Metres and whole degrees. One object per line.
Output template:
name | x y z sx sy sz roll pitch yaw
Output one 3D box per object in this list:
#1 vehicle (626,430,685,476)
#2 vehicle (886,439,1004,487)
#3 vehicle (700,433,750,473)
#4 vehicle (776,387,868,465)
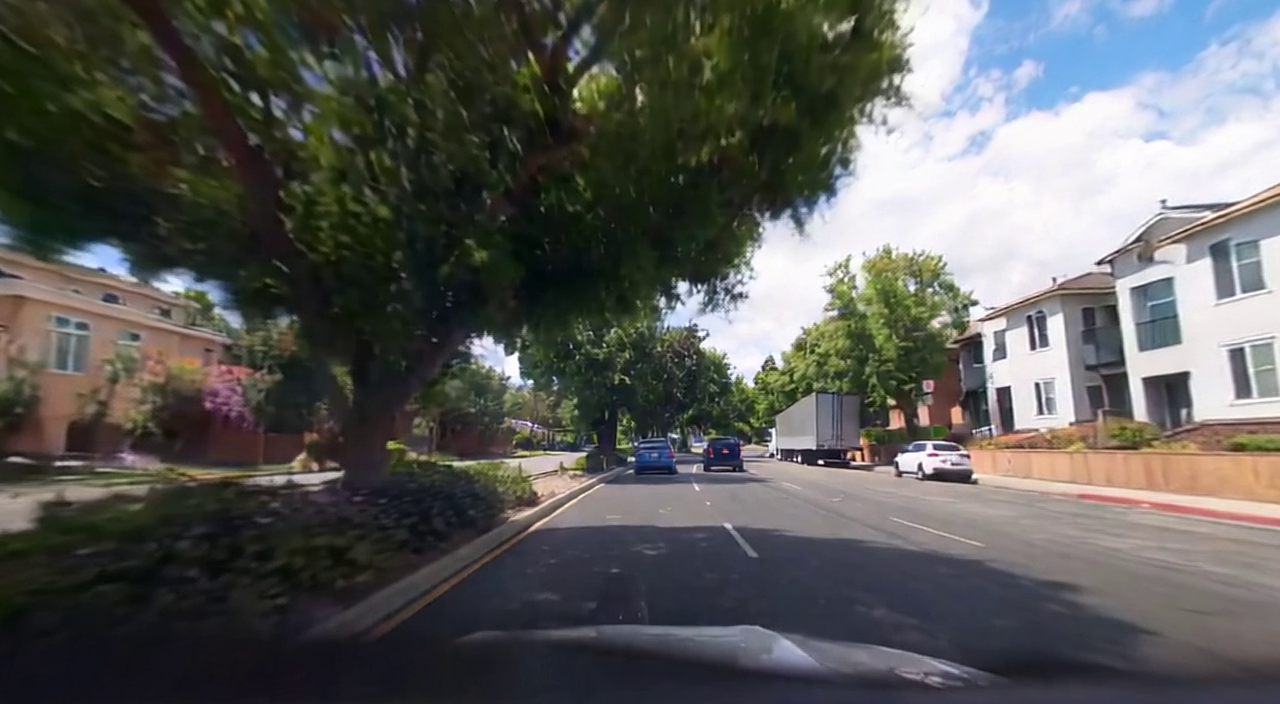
vehicle | 0.735 4.458 27.992 2.345 1.841 5.032 0 -9 3
vehicle | 10.576 3.873 22.401 1.901 1.496 4.948 0 -9 3
vehicle | 4.148 4.996 31.473 2.033 1.823 4.409 0 -9 2
vehicle | 12.172 5.509 44.480 2.854 4.374 17.734 -1 -9 5
